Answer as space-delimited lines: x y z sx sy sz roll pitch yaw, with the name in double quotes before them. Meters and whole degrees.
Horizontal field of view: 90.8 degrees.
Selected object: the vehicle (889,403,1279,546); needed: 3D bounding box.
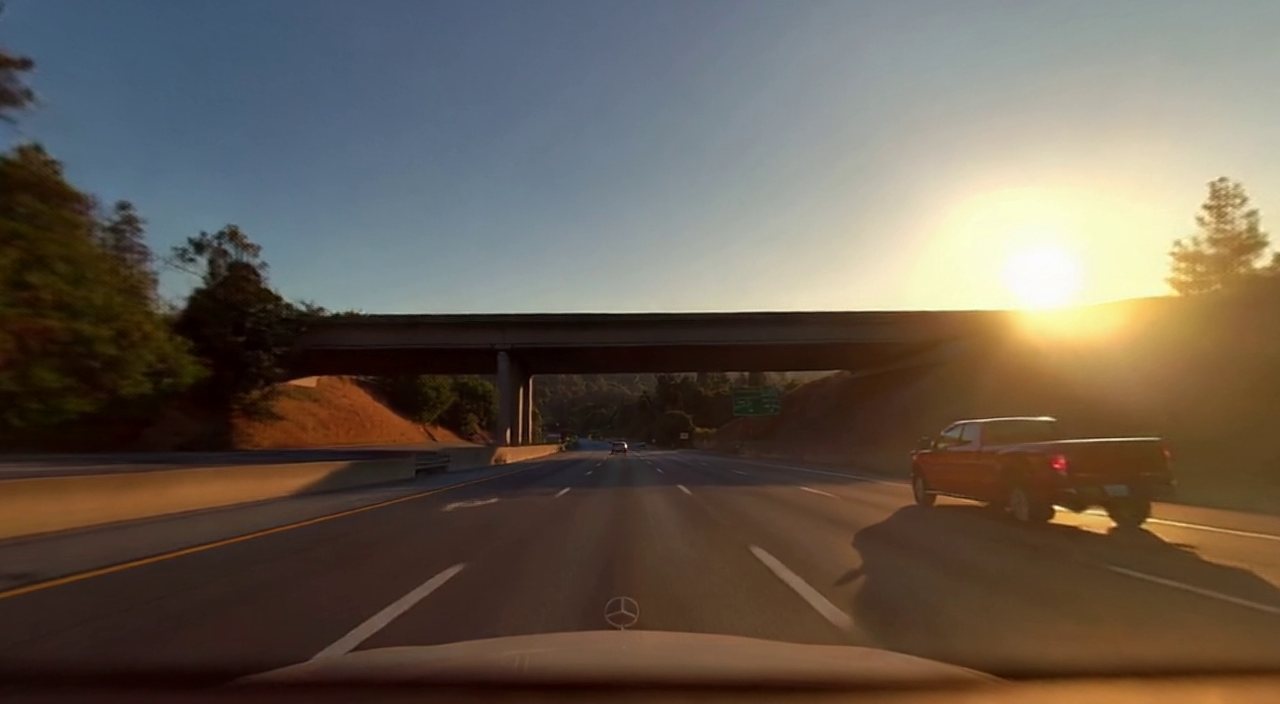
"vehicle" 6.944 2.020 11.193 2.395 1.819 6.086 0 -9 -2
